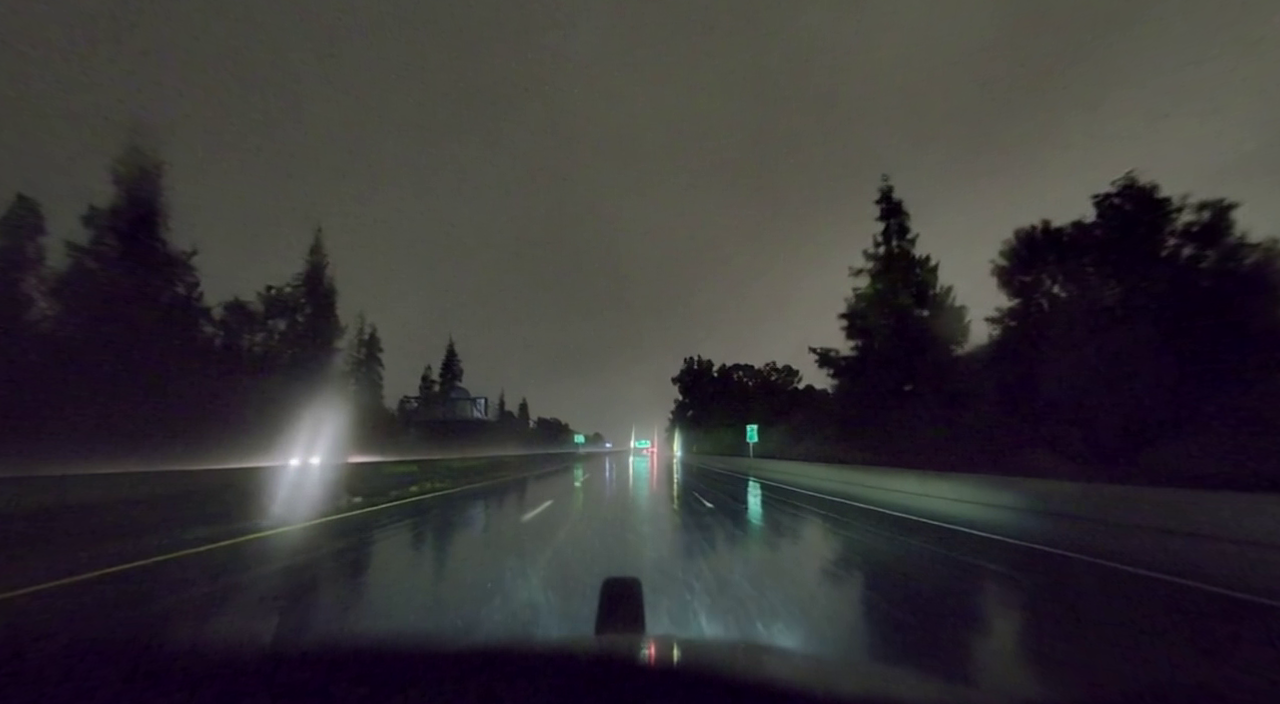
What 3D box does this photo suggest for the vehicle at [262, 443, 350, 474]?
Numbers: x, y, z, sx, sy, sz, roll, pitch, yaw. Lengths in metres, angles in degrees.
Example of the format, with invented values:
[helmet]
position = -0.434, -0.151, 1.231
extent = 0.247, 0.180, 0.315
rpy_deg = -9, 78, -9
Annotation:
[vehicle]
position = -17.783, 5.681, 33.897
extent = 2.041, 1.527, 4.864
rpy_deg = 0, -9, 0
